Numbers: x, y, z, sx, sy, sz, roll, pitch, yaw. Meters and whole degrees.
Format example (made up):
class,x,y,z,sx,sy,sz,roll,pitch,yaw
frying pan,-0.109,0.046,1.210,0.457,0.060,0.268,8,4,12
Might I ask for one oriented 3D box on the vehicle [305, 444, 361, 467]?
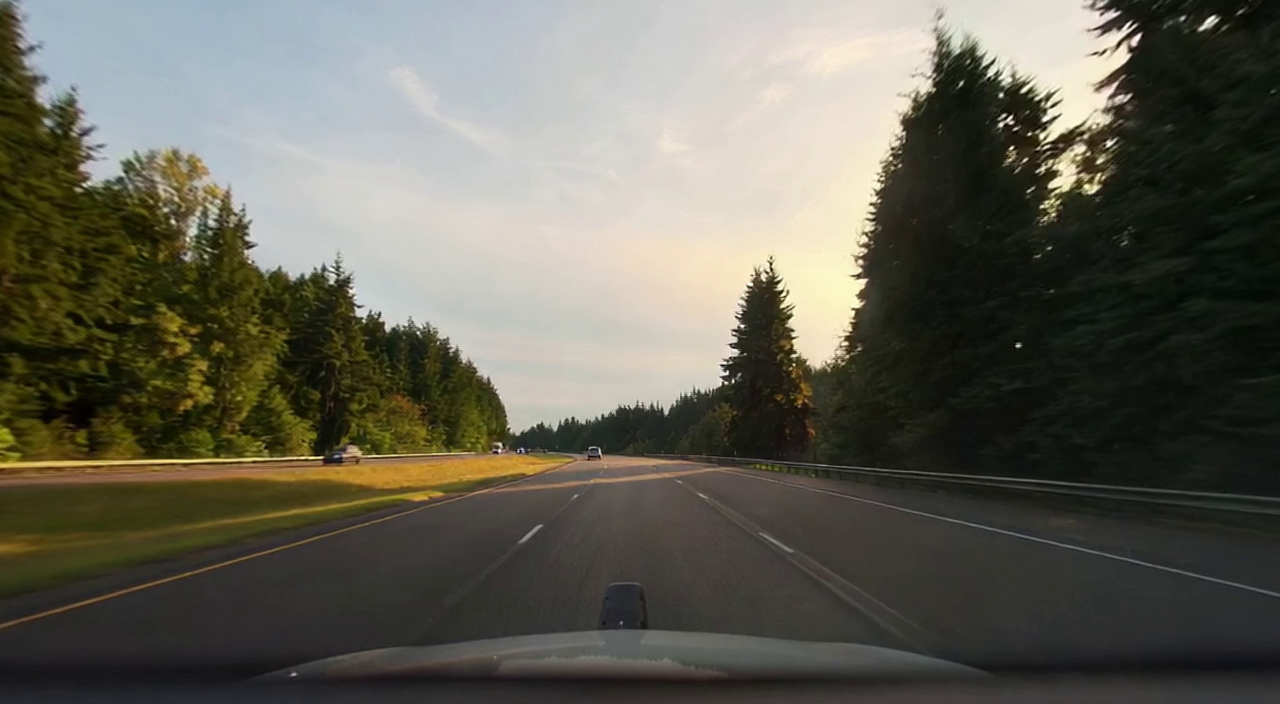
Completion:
class,x,y,z,sx,sy,sz,roll,pitch,yaw
vehicle,-20.783,7.022,42.878,1.832,1.505,4.092,0,-9,-2
